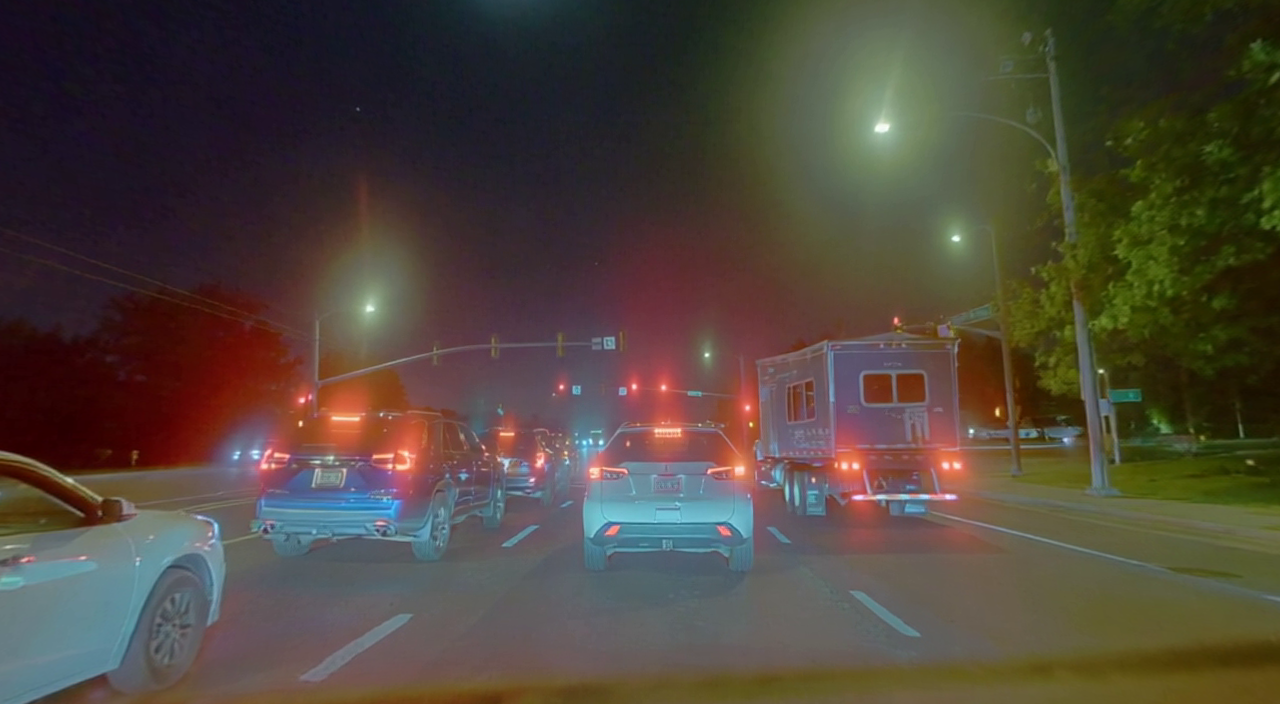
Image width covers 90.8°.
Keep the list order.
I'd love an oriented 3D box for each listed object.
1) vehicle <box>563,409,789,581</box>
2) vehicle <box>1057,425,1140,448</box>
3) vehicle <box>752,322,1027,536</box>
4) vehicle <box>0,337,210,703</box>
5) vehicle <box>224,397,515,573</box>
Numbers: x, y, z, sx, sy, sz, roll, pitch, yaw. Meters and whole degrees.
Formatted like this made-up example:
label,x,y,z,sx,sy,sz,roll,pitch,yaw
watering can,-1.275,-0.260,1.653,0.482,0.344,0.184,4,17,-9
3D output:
label,x,y,z,sx,sy,sz,roll,pitch,yaw
vehicle,0.360,1.709,8.306,2.189,1.649,4.171,0,-9,0
vehicle,33.170,6.151,45.879,4.671,1.595,1.824,-6,-10,31
vehicle,3.686,1.390,10.984,2.531,2.750,5.595,0,-9,1
vehicle,-3.423,0.677,1.483,1.952,1.730,4.116,0,-9,-1
vehicle,-3.265,1.715,8.854,2.085,1.812,4.388,0,-9,0
